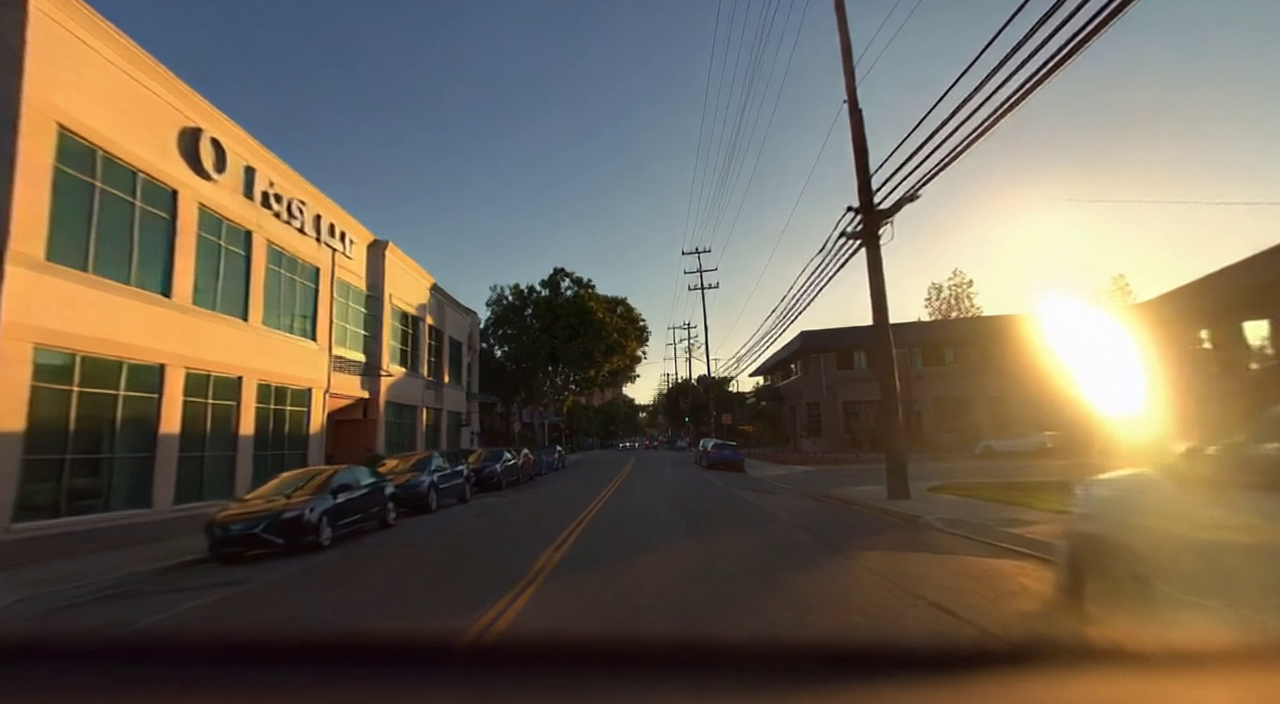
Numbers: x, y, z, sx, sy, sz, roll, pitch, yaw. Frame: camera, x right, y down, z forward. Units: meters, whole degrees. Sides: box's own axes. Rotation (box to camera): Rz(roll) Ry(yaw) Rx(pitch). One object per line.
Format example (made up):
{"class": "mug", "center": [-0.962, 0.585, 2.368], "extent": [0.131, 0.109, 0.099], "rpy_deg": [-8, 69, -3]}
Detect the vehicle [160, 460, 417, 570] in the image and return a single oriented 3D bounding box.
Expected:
{"class": "vehicle", "center": [-5.922, 2.757, 11.476], "extent": [1.982, 1.453, 4.577], "rpy_deg": [0, -8, 1]}

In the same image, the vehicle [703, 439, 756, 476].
{"class": "vehicle", "center": [4.092, 4.910, 29.635], "extent": [1.948, 1.607, 4.873], "rpy_deg": [0, -8, 2]}

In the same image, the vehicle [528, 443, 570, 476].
{"class": "vehicle", "center": [-5.641, 6.701, 39.623], "extent": [2.126, 1.864, 4.831], "rpy_deg": [0, -8, -2]}

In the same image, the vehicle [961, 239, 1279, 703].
{"class": "vehicle", "center": [3.556, 0.530, 1.372], "extent": [2.485, 2.123, 6.029], "rpy_deg": [0, -8, 0]}

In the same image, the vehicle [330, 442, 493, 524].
{"class": "vehicle", "center": [-5.766, 3.344, 16.849], "extent": [2.286, 1.836, 5.088], "rpy_deg": [-1, -8, 2]}
